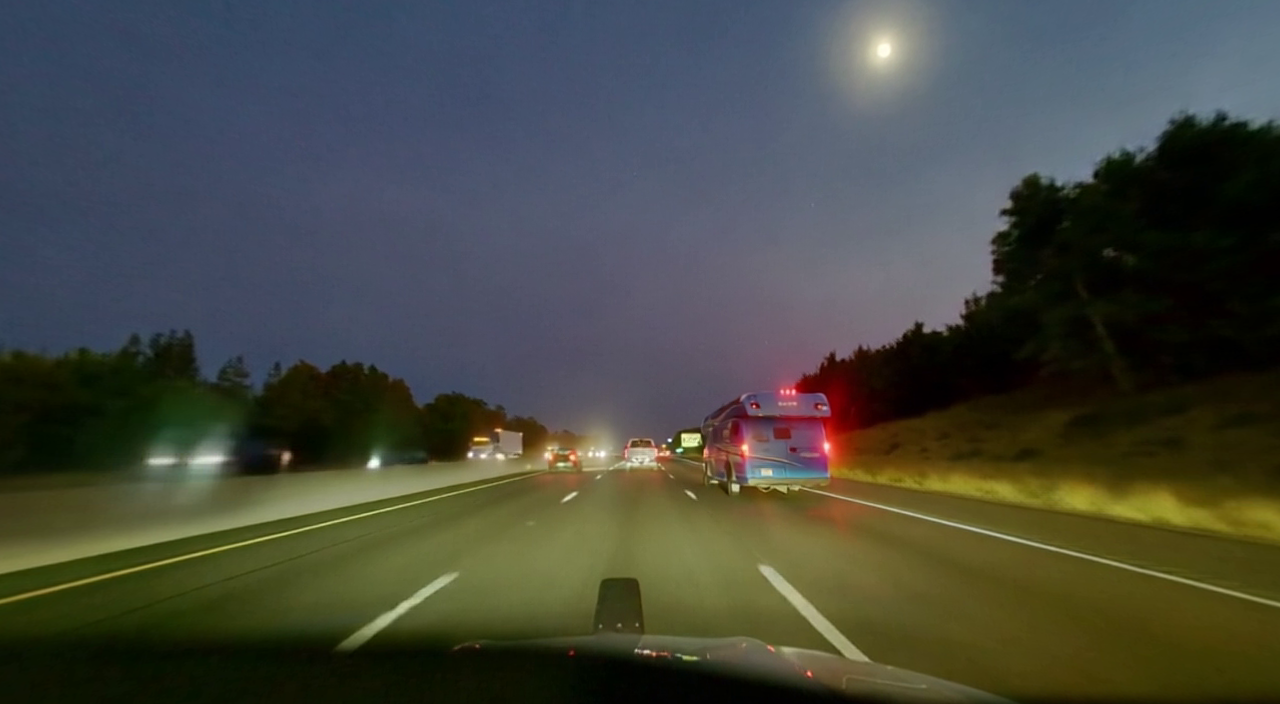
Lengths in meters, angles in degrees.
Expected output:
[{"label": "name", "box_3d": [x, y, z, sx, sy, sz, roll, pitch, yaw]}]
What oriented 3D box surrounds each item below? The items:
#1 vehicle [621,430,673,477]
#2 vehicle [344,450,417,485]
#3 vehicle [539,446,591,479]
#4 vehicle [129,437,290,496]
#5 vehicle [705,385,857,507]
[{"label": "vehicle", "box_3d": [0.326, 5.358, 33.453, 2.524, 2.310, 4.986, 0, -9, 0]}, {"label": "vehicle", "box_3d": [-11.467, 5.083, 28.104, 1.716, 1.422, 3.528, 0, -9, 0]}, {"label": "vehicle", "box_3d": [-3.704, 5.564, 31.991, 1.959, 1.502, 4.559, 0, -9, 1]}, {"label": "vehicle", "box_3d": [-15.519, 4.139, 23.245, 2.224, 1.907, 5.189, 0, -9, 0]}, {"label": "vehicle", "box_3d": [3.755, 2.808, 18.810, 2.607, 2.910, 7.252, 0, -9, -2]}]
